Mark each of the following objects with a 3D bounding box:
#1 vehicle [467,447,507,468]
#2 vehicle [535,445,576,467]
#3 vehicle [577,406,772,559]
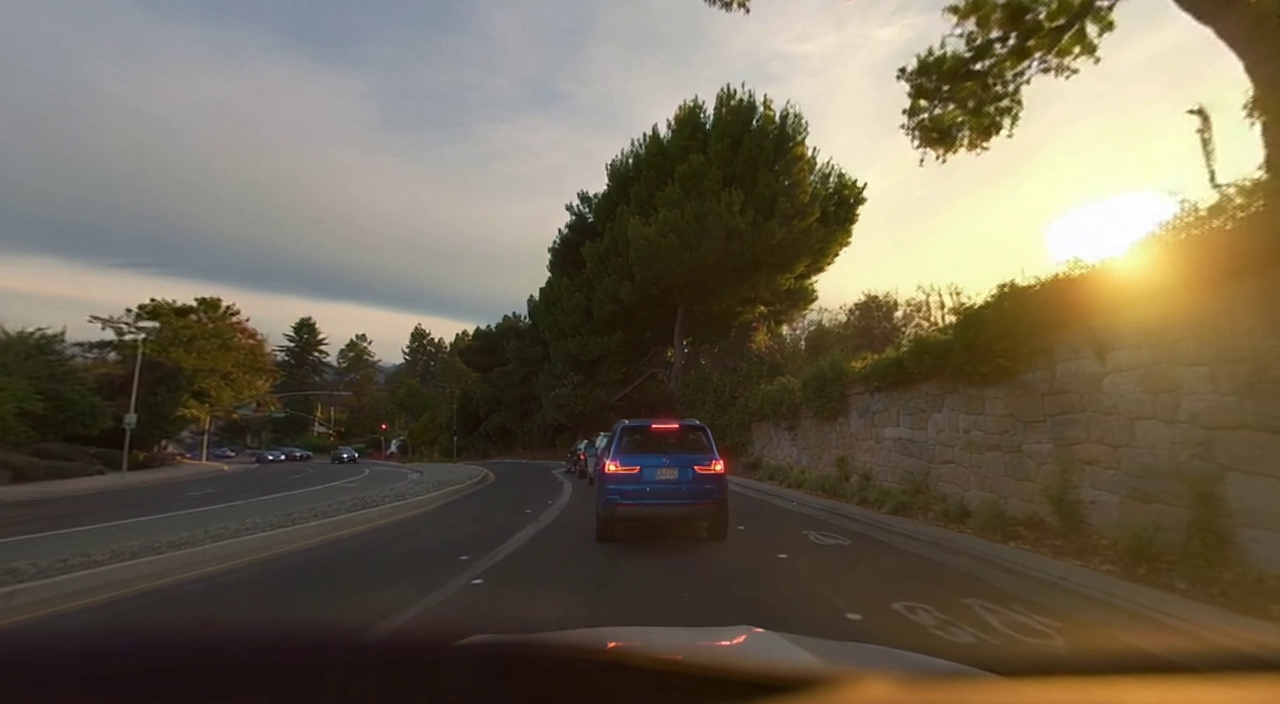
[{"bbox_3d":[-11.284,7.705,46.325,2.023,1.474,4.286,4,-9,-24],"label":"vehicle"},{"bbox_3d":[-6.295,7.618,46.489,1.932,1.488,4.578,3,-9,-21],"label":"vehicle"},{"bbox_3d":[0.267,1.842,9.626,2.287,1.762,4.269,1,-8,-4],"label":"vehicle"}]
